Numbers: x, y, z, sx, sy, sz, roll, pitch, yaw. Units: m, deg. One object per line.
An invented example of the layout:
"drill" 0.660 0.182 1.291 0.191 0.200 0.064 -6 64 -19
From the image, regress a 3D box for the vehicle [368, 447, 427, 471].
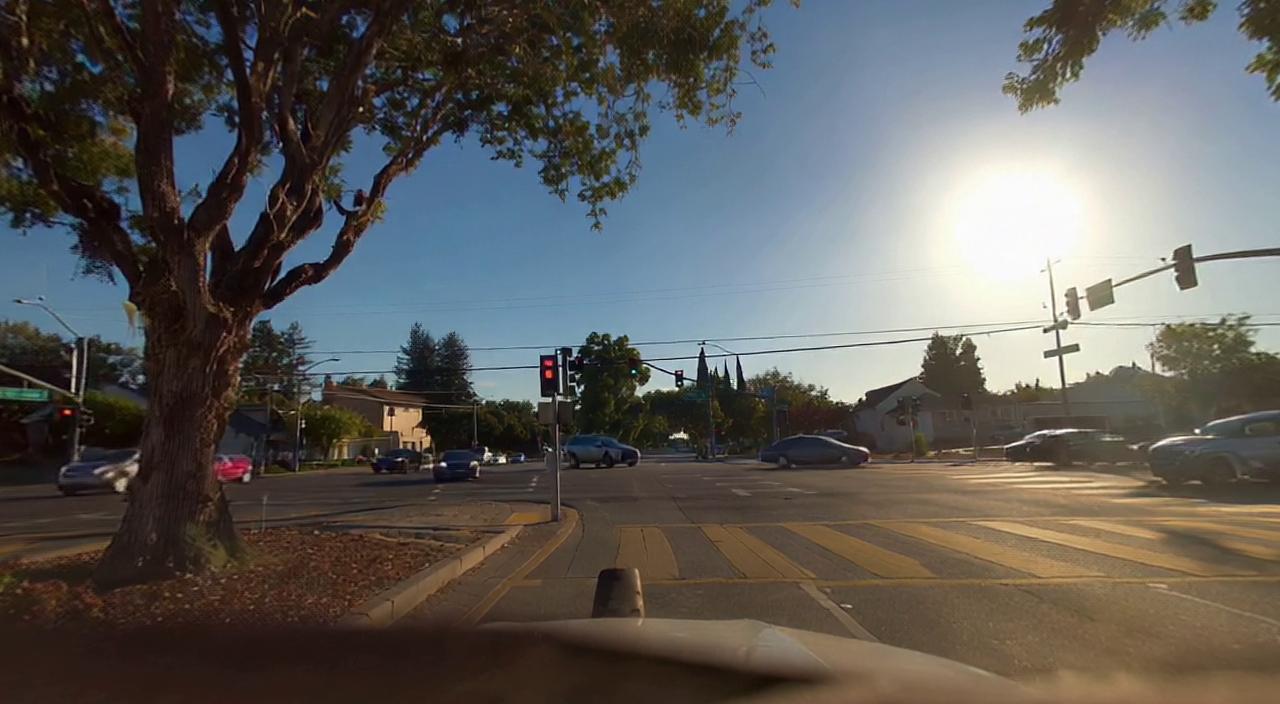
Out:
"vehicle" -15.604 6.903 40.688 1.981 1.438 4.607 0 -8 1

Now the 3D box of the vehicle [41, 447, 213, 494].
"vehicle" -18.093 4.176 22.520 2.203 1.471 4.723 0 -8 -1

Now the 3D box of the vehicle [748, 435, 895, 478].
"vehicle" 6.925 3.988 24.211 5.017 1.515 2.006 -6 -10 34

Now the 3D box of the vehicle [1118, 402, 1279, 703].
"vehicle" 3.092 0.662 0.454 1.990 1.454 4.490 0 -8 1

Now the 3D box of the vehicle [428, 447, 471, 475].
"vehicle" -9.942 5.595 32.549 1.921 1.304 4.050 3 -9 -19

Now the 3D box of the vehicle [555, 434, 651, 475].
"vehicle" -1.911 5.007 31.033 2.276 1.842 4.958 7 -11 -39
